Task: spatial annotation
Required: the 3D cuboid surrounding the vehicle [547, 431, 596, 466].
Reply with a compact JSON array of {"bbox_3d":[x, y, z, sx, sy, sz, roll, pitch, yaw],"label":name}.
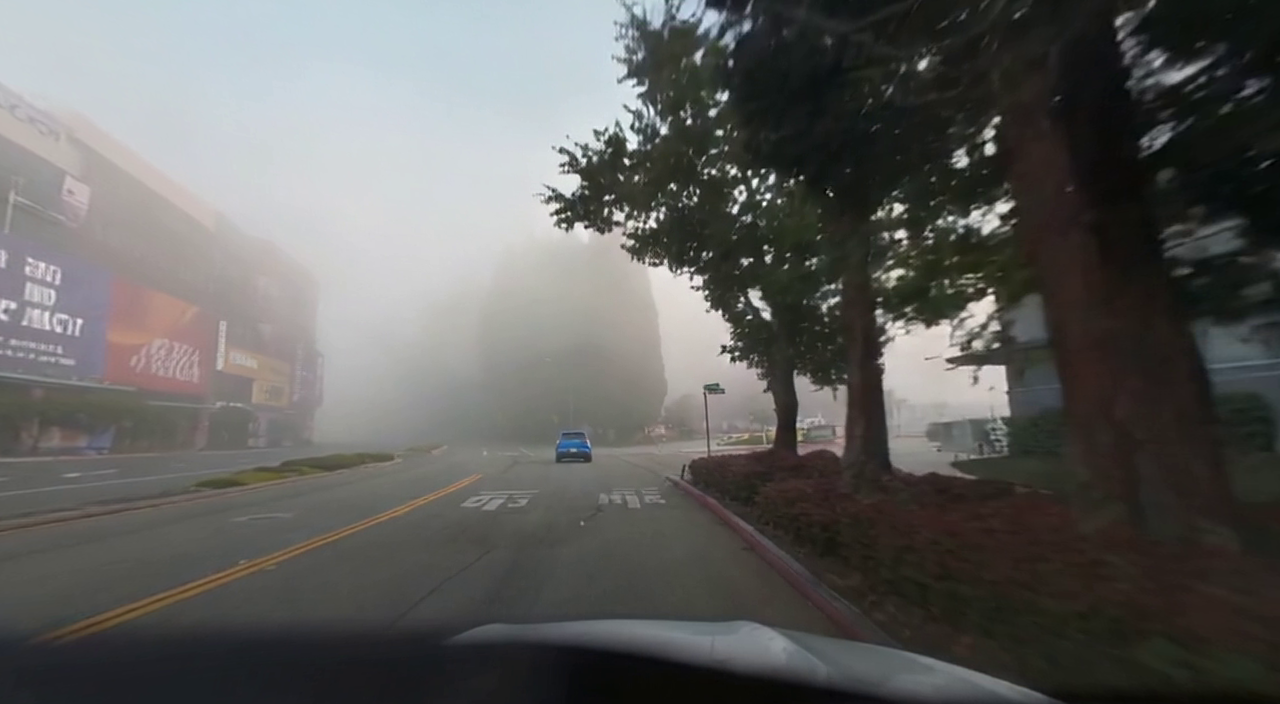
[{"bbox_3d":[-3.435,4.725,31.158,2.231,1.572,4.227,0,-8,-7],"label":"vehicle"}]
